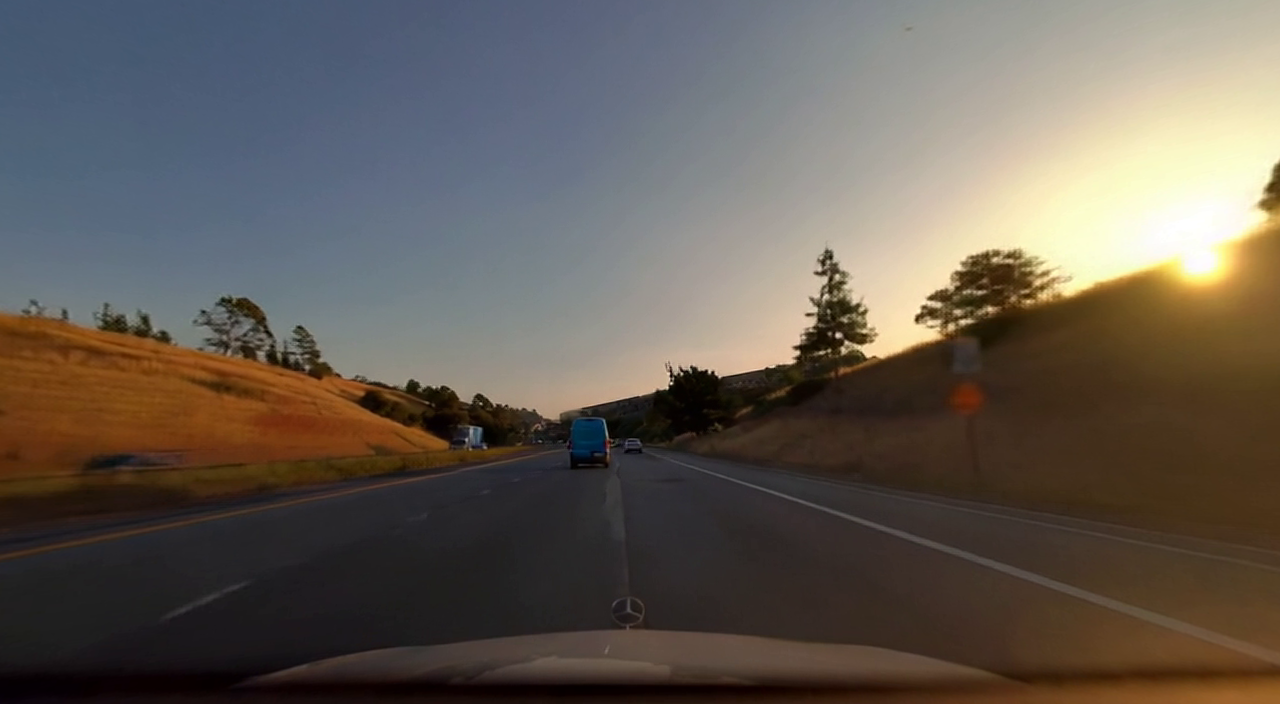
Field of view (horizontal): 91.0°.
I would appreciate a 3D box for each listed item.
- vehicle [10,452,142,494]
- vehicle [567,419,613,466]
[{"bbox_3d":[-22.042,4.708,24.818,1.734,1.462,3.838,0,-8,-3],"label":"vehicle"},{"bbox_3d":[-2.797,5.258,36.468,2.329,2.483,5.428,0,-8,-2],"label":"vehicle"}]
